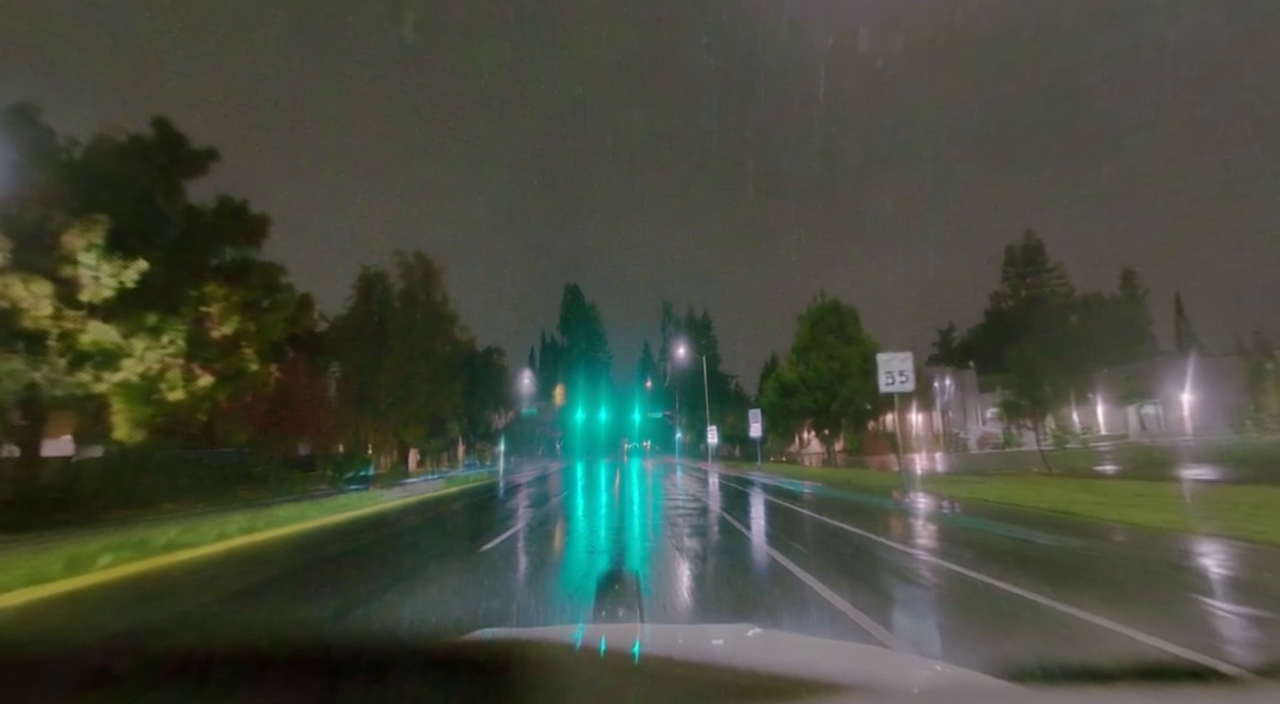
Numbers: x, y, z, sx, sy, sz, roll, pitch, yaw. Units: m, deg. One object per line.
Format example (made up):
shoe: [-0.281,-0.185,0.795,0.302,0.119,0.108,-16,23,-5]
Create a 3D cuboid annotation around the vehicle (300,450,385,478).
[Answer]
vehicle: [-20.830,7.843,44.392,4.849,1.899,2.063,1,-9,-5]
